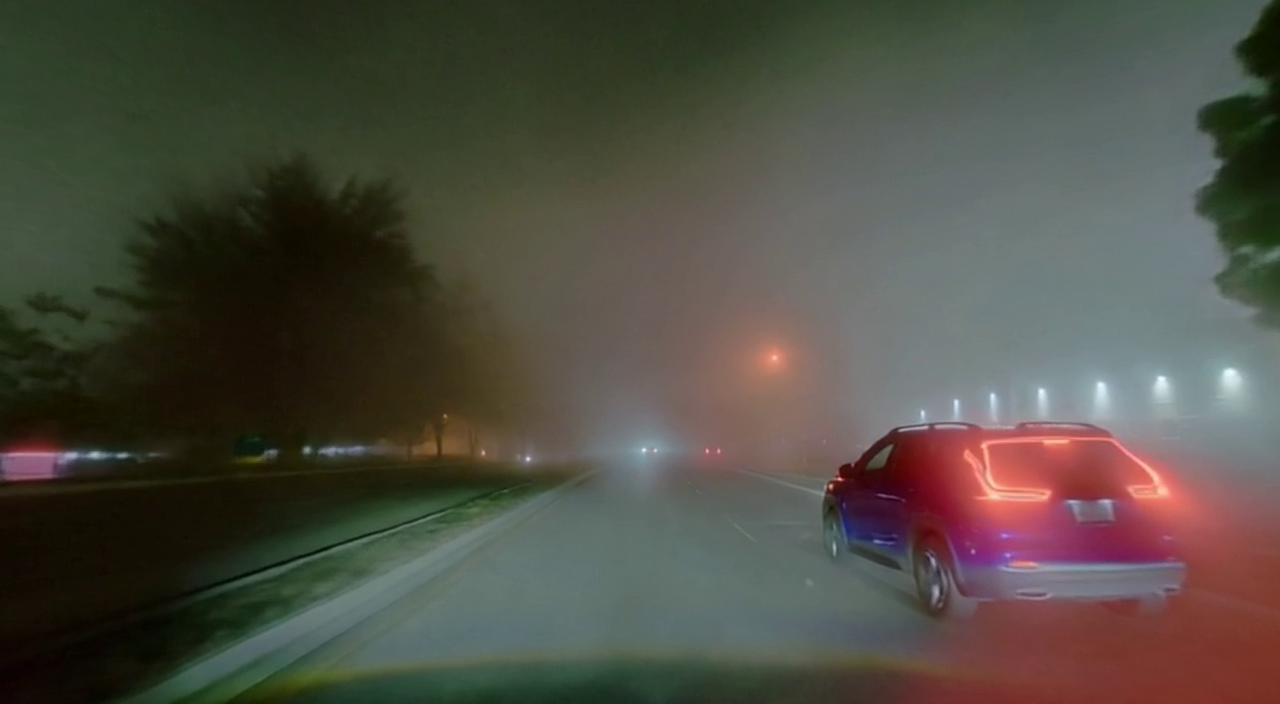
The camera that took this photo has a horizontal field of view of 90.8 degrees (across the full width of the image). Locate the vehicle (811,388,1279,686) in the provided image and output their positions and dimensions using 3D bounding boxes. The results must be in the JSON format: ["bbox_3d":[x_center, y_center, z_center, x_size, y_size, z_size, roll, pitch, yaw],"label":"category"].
[{"bbox_3d":[3.224,1.379,5.781,2.060,1.665,4.284,0,-9,0],"label":"vehicle"}]
